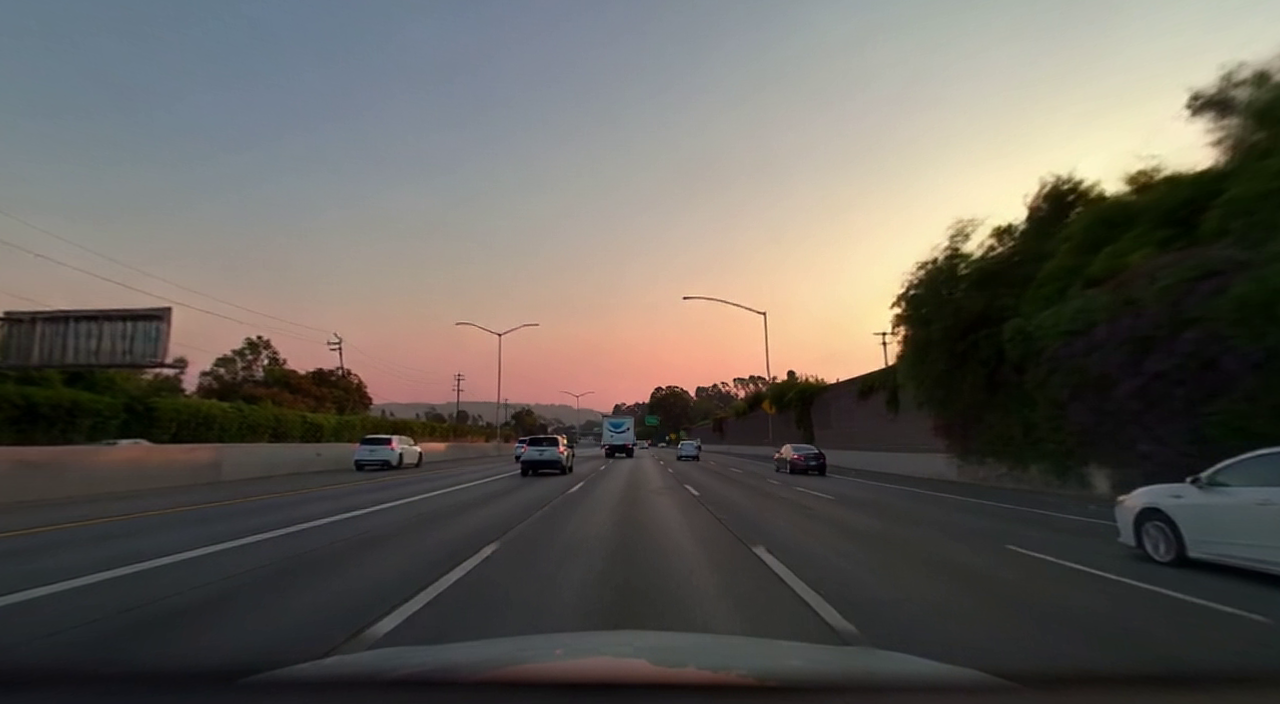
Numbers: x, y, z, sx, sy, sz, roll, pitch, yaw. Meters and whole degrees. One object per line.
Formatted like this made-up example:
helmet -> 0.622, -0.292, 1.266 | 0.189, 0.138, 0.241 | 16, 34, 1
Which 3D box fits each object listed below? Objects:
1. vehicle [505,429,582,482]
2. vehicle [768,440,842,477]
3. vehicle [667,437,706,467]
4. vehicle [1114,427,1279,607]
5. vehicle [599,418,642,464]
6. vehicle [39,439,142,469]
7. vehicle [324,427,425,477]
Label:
vehicle -> -3.380, 3.731, 22.923 | 2.095, 1.688, 4.188 | 0, -8, 1
vehicle -> 7.212, 4.710, 28.077 | 1.970, 1.499, 4.491 | 1, -8, -2
vehicle -> 2.727, 5.960, 37.518 | 2.067, 1.654, 3.985 | 0, -8, 1
vehicle -> 6.371, 1.313, 4.775 | 2.026, 1.487, 4.489 | 1, -8, -1
vehicle -> -1.182, 5.842, 41.096 | 2.456, 2.705, 6.251 | 0, -8, 1
vehicle -> -32.696, 6.073, 37.658 | 2.072, 1.667, 4.415 | 0, -8, 1
vehicle -> -10.142, 3.865, 24.461 | 2.023, 1.739, 4.229 | 0, -8, 0
